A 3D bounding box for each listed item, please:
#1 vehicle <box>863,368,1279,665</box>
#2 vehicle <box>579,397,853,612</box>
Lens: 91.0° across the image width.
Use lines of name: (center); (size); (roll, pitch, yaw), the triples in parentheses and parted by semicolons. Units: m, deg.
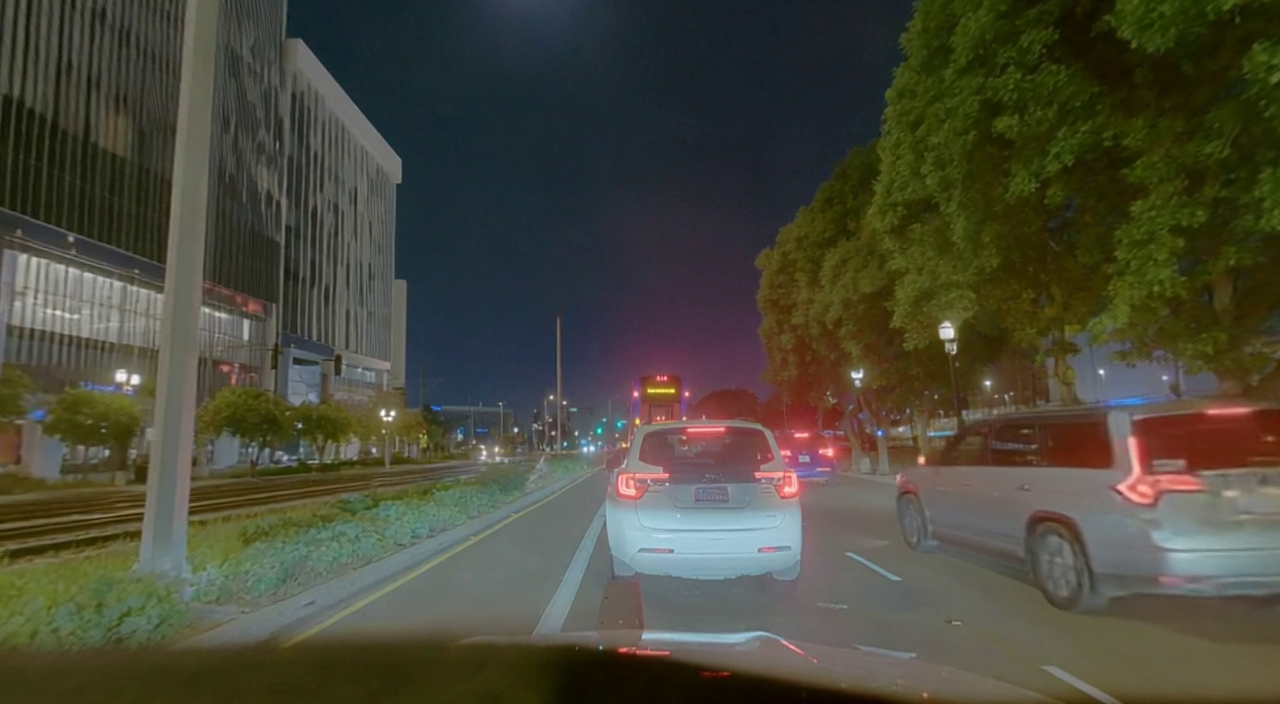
vehicle: (4.284, 1.350, 6.345); (2.165, 1.760, 5.064); (0, -9, -1)
vehicle: (0.507, 1.519, 7.134); (2.190, 1.684, 4.084); (0, -9, -3)
